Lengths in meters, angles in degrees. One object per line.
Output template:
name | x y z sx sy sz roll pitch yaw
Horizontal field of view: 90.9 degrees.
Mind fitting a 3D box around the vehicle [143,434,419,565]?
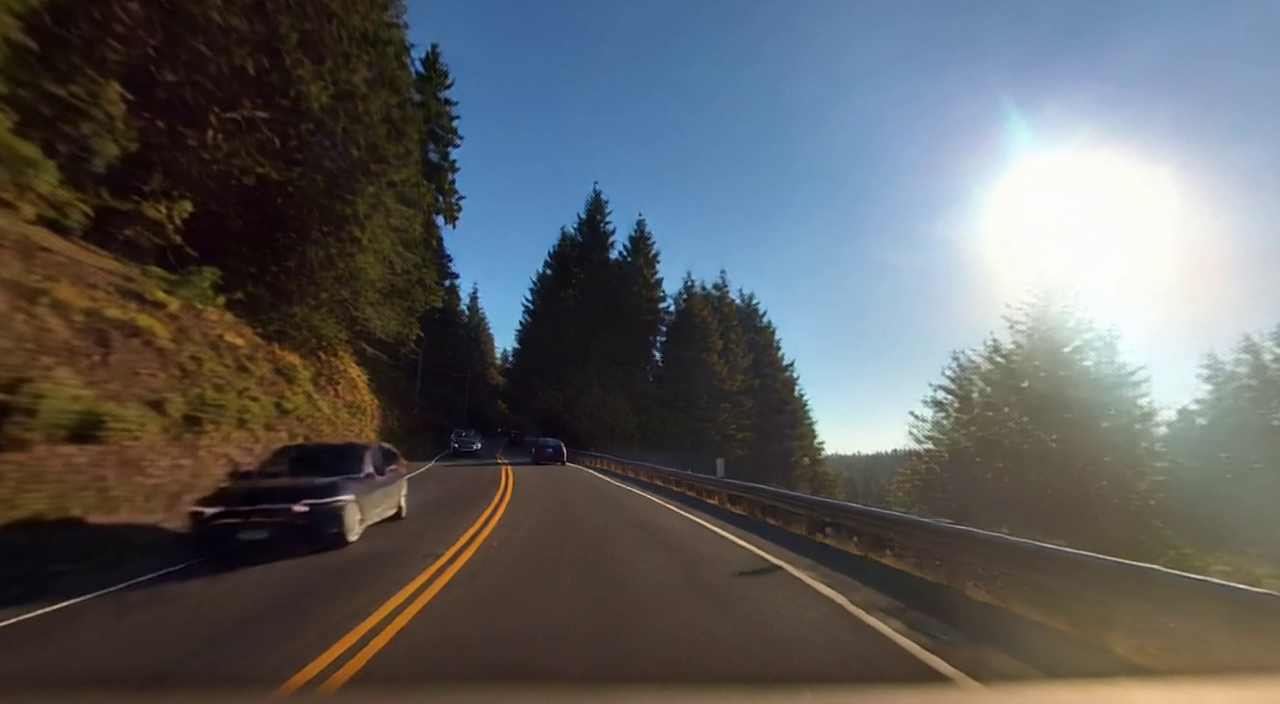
vehicle | -5.310 2.183 10.279 2.167 1.602 4.548 1 -8 -6

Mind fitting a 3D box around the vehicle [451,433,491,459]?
vehicle | -10.599 5.956 39.888 2.133 1.526 4.308 2 -9 -12

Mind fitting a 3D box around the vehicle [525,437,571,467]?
vehicle | -5.012 5.336 33.869 2.120 1.491 4.349 2 -9 -12
